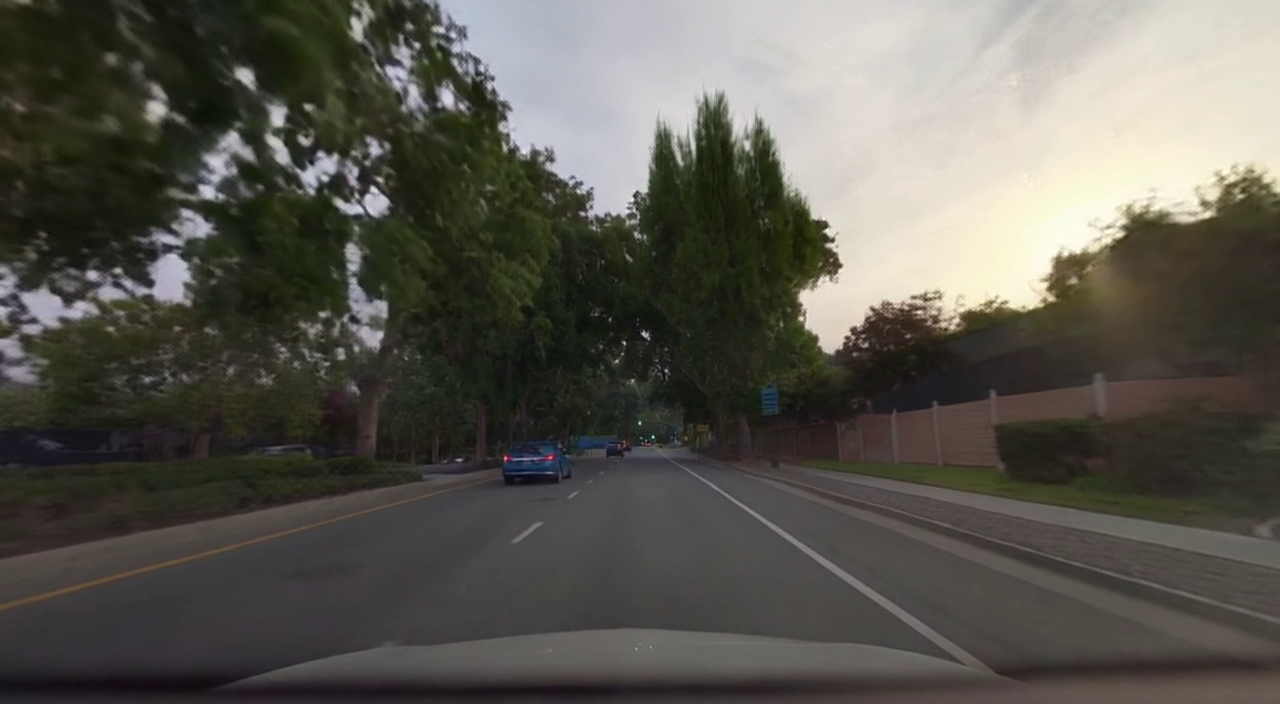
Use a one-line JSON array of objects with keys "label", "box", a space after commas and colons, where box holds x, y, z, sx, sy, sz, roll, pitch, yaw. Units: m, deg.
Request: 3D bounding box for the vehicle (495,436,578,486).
[{"label": "vehicle", "box": [-3.226, 3.484, 20.480, 1.870, 1.431, 4.317, 0, -8, 1]}]

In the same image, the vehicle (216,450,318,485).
[{"label": "vehicle", "box": [-20.749, 6.426, 35.508, 2.243, 1.703, 5.669, 0, -8, 1]}]

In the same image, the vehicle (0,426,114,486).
[{"label": "vehicle", "box": [-34.396, 5.795, 34.959, 2.817, 3.013, 8.966, -5, -9, 1]}]
